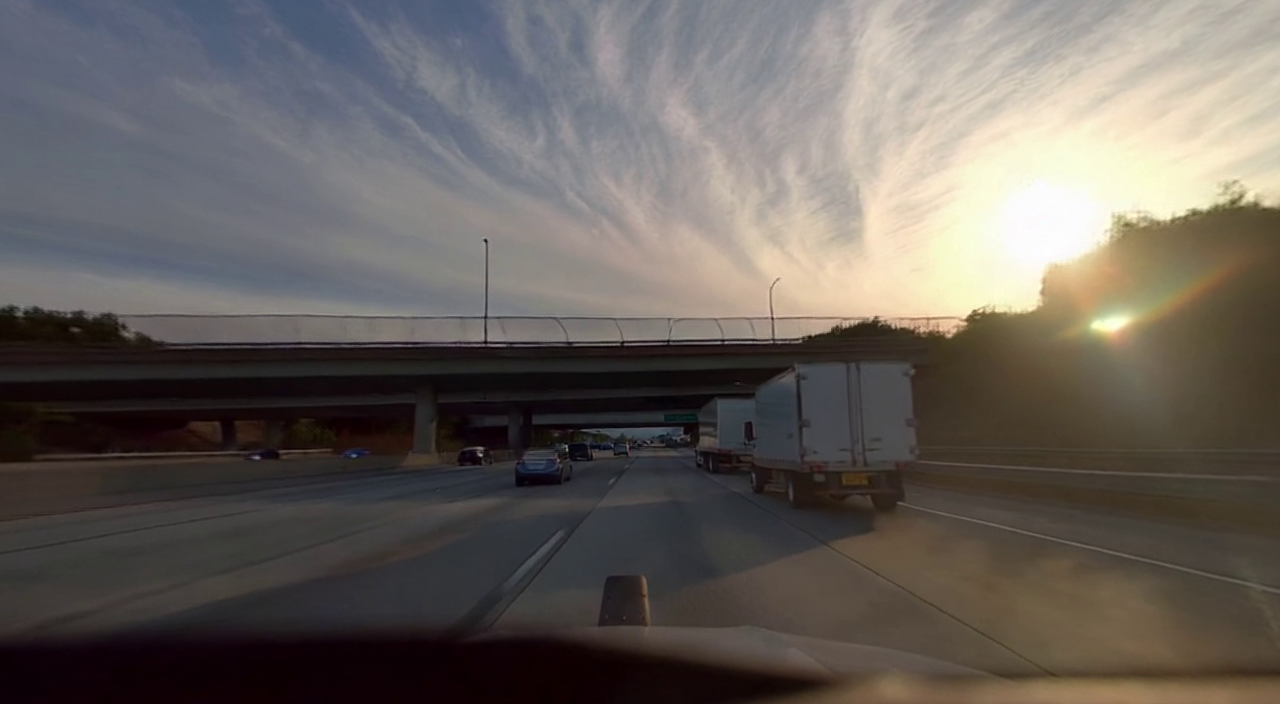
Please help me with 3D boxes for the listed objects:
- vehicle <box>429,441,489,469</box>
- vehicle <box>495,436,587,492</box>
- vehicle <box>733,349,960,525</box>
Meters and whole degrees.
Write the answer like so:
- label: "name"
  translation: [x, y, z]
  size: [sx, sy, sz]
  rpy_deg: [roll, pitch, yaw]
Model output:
- label: "vehicle"
  translation: [-10.011, 5.729, 35.234]
  size: [1.899, 1.465, 4.589]
  rpy_deg: [0, -8, 1]
- label: "vehicle"
  translation: [-2.843, 3.323, 19.100]
  size: [1.981, 1.473, 4.317]
  rpy_deg: [0, -8, 2]
- label: "vehicle"
  translation: [4.113, 1.978, 14.602]
  size: [2.732, 3.052, 7.118]
  rpy_deg: [0, -8, -1]
